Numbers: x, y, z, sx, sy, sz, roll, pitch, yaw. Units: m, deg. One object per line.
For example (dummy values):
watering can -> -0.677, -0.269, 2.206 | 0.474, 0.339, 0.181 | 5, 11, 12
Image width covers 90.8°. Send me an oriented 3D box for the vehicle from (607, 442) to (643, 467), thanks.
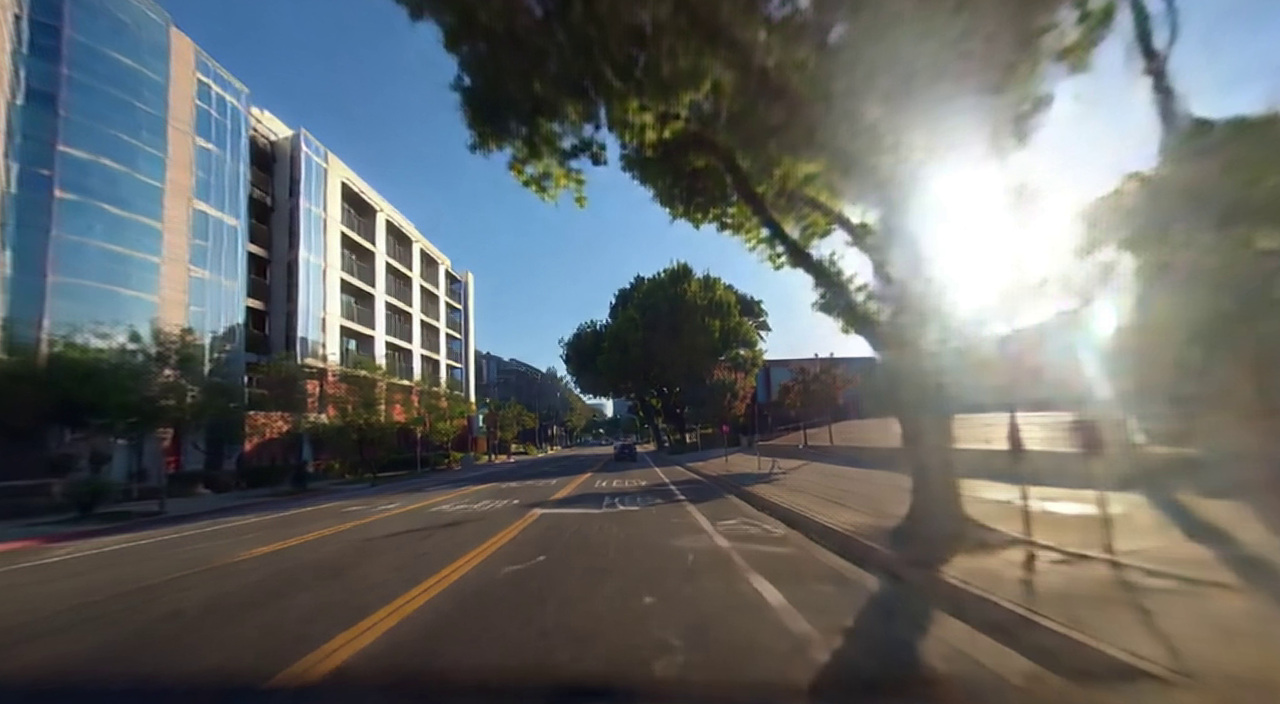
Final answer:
vehicle -> -0.899, 6.291, 38.980 | 2.131, 1.474, 4.146 | 0, -8, -1
